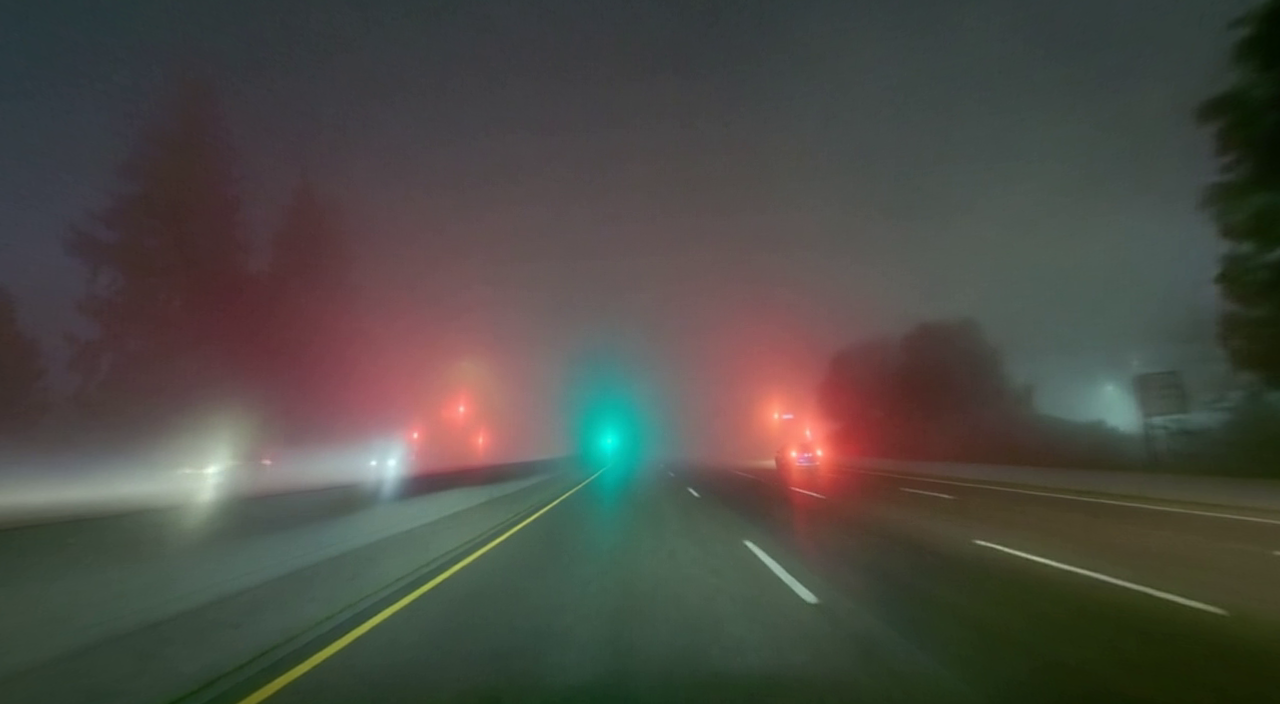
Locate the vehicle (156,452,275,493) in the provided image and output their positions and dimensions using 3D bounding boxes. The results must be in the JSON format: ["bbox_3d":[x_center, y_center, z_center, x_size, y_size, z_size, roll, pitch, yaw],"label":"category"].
[{"bbox_3d":[-18.670,5.276,27.980,2.043,1.627,4.595,0,-9,1],"label":"vehicle"}]

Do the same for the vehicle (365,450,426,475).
[{"bbox_3d":[-15.505,7.023,40.237,1.972,1.473,4.632,0,-9,1],"label":"vehicle"}]

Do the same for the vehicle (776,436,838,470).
[{"bbox_3d":[9.452,5.763,36.064,2.170,1.830,4.720,0,-9,0],"label":"vehicle"}]
